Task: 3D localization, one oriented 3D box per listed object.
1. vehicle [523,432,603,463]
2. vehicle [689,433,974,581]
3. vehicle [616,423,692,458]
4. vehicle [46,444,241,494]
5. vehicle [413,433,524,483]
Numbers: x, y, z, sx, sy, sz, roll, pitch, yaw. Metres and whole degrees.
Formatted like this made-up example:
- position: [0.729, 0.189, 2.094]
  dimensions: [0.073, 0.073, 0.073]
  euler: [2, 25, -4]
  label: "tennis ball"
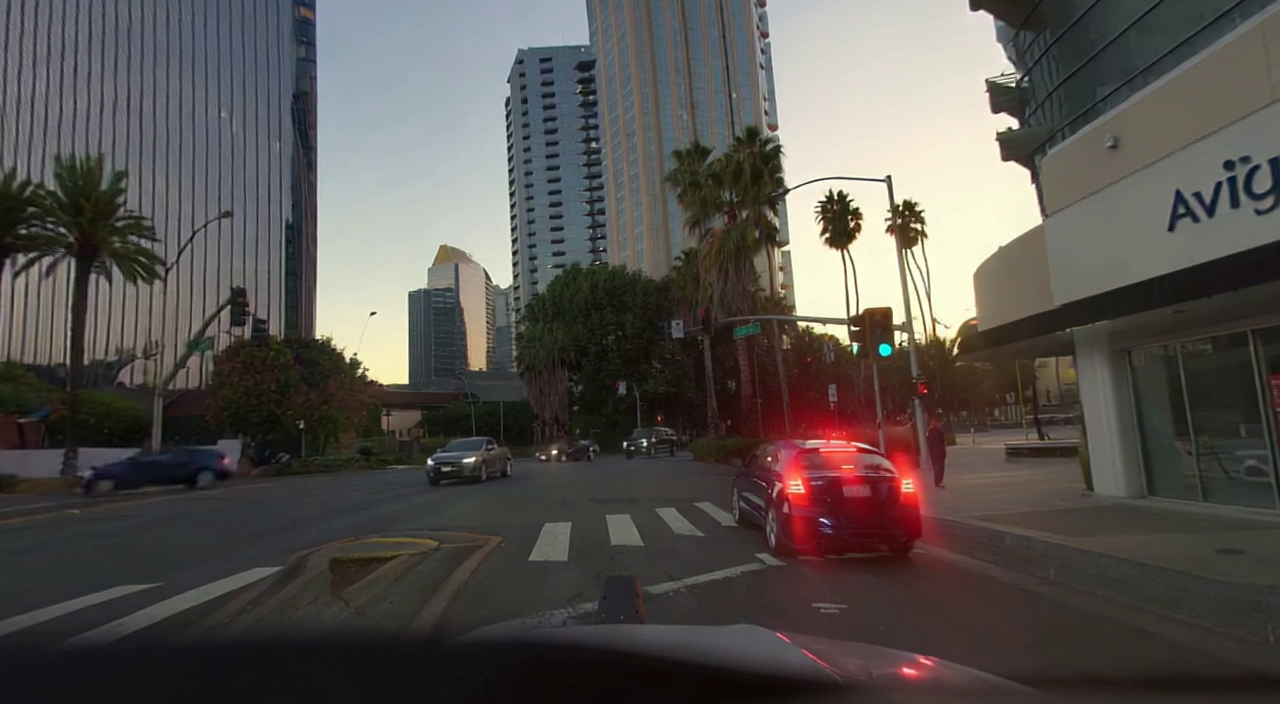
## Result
- position: [-4.725, 5.941, 39.481]
  dimensions: [2.029, 1.822, 5.090]
  euler: [-6, -10, 35]
  label: "vehicle"
- position: [2.169, 1.920, 8.862]
  dimensions: [2.090, 1.466, 4.676]
  euler: [1, -8, -7]
  label: "vehicle"
- position: [0.962, 5.461, 38.998]
  dimensions: [2.190, 1.964, 5.614]
  euler: [-5, -10, 30]
  label: "vehicle"
- position: [-16.819, 3.919, 21.674]
  dimensions: [1.896, 1.492, 4.808]
  euler: [-6, -10, 35]
  label: "vehicle"
- position: [-5.585, 3.513, 21.206]
  dimensions: [2.052, 1.478, 4.395]
  euler: [-1, -8, 7]
  label: "vehicle"
